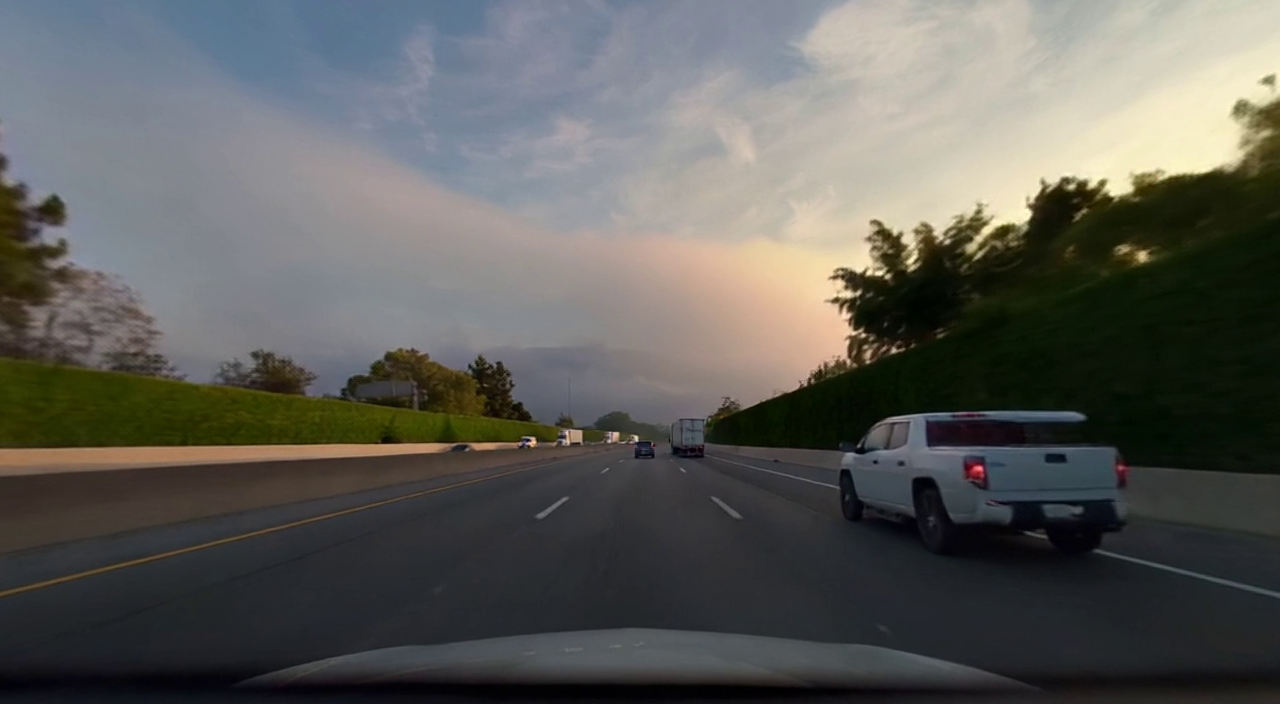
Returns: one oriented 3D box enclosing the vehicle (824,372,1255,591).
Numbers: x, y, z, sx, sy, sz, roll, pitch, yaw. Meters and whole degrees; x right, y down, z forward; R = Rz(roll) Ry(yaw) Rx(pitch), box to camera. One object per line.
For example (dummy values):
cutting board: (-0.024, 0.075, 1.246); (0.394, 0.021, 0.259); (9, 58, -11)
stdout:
vehicle: (4.352, 1.529, 8.332); (2.209, 1.943, 5.262); (0, -8, 0)

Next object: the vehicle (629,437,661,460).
vehicle: (0.372, 7.654, 49.939); (2.389, 1.760, 4.473); (0, -8, 0)
